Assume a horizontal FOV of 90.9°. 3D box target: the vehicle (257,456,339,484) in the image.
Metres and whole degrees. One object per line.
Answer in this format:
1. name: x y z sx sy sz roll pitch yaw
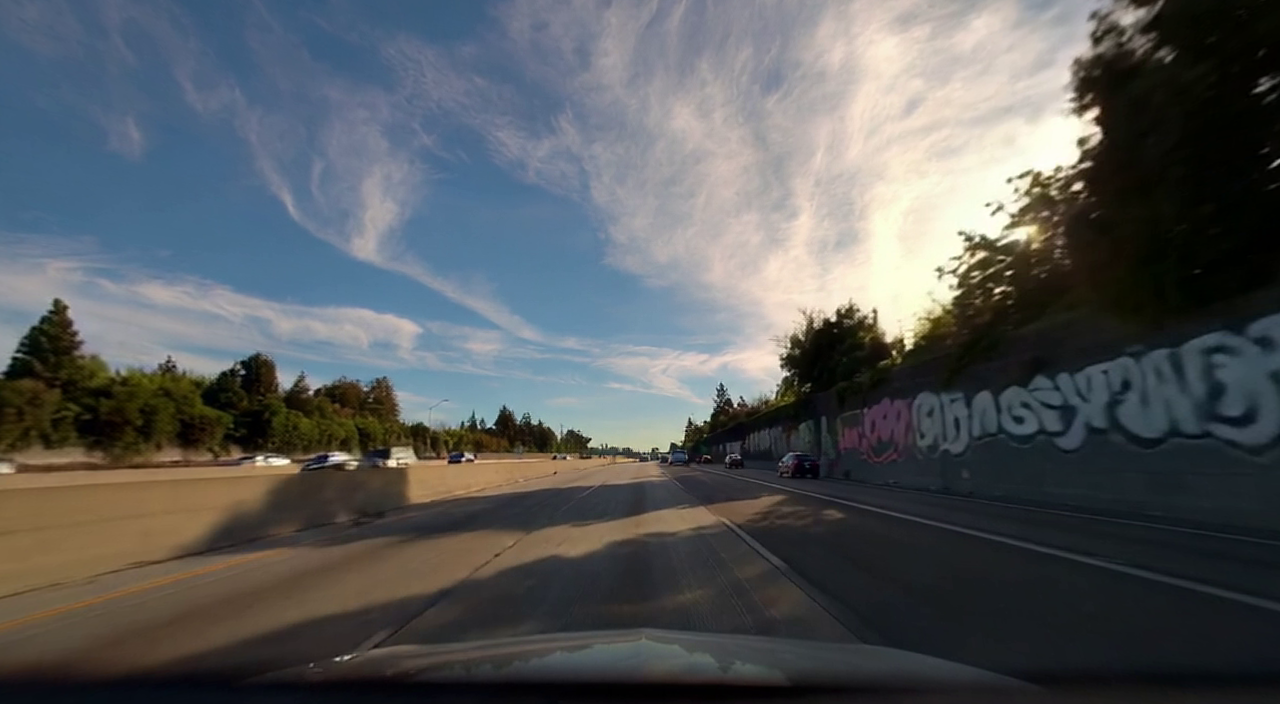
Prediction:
1. vehicle: -19.069 6.561 35.364 1.985 1.429 4.497 0 -9 1

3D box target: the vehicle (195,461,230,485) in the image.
1. vehicle: -32.018 9.031 47.280 1.873 1.614 4.321 5 -10 -31

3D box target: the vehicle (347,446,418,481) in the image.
1. vehicle: -15.240 6.626 37.653 2.130 1.948 4.751 0 -9 1

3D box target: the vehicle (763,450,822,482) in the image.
1. vehicle: 7.762 5.850 32.538 1.907 1.495 4.517 0 -9 0
